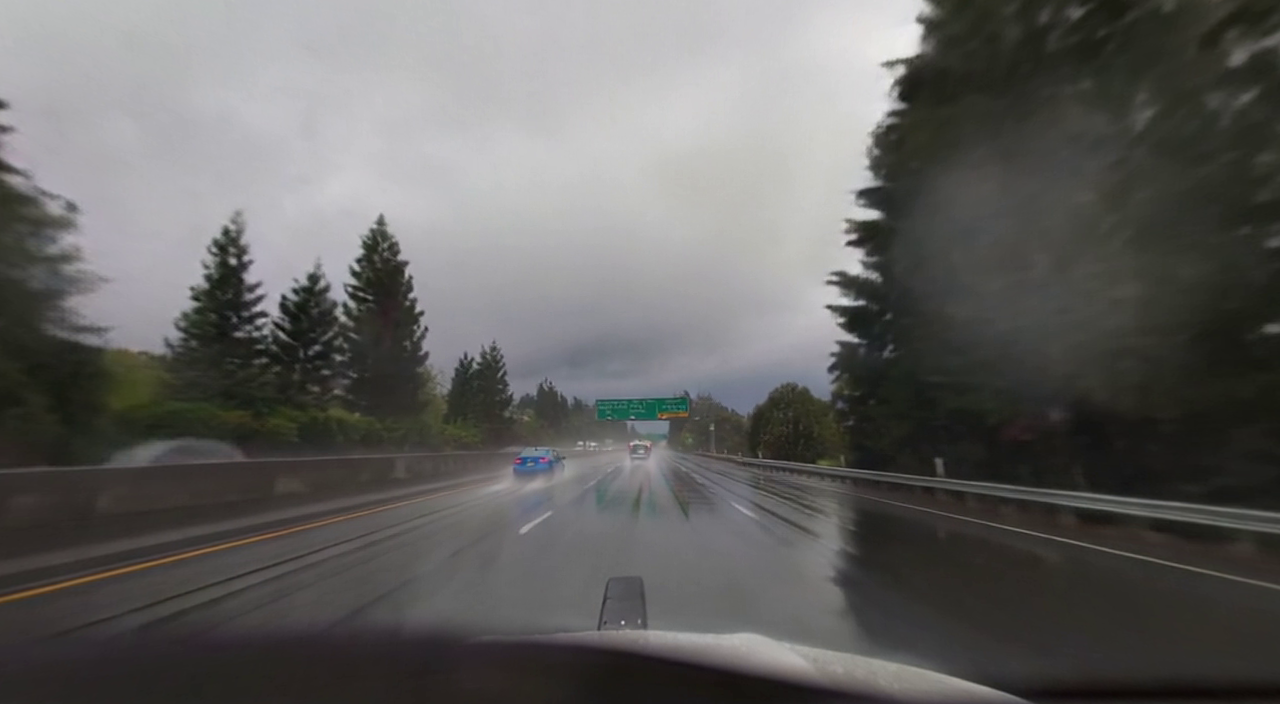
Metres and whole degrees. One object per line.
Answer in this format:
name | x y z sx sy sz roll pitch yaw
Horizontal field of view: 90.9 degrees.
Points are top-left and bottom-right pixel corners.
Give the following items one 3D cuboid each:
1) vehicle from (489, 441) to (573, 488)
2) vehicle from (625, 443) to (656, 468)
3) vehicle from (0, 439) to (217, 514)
vehicle | -3.773 3.993 22.758 2.157 1.483 4.601 0 -9 1
vehicle | 0.049 6.933 42.478 2.011 1.590 3.607 0 -9 0
vehicle | -13.226 3.027 15.920 1.927 1.601 4.480 0 -9 0
